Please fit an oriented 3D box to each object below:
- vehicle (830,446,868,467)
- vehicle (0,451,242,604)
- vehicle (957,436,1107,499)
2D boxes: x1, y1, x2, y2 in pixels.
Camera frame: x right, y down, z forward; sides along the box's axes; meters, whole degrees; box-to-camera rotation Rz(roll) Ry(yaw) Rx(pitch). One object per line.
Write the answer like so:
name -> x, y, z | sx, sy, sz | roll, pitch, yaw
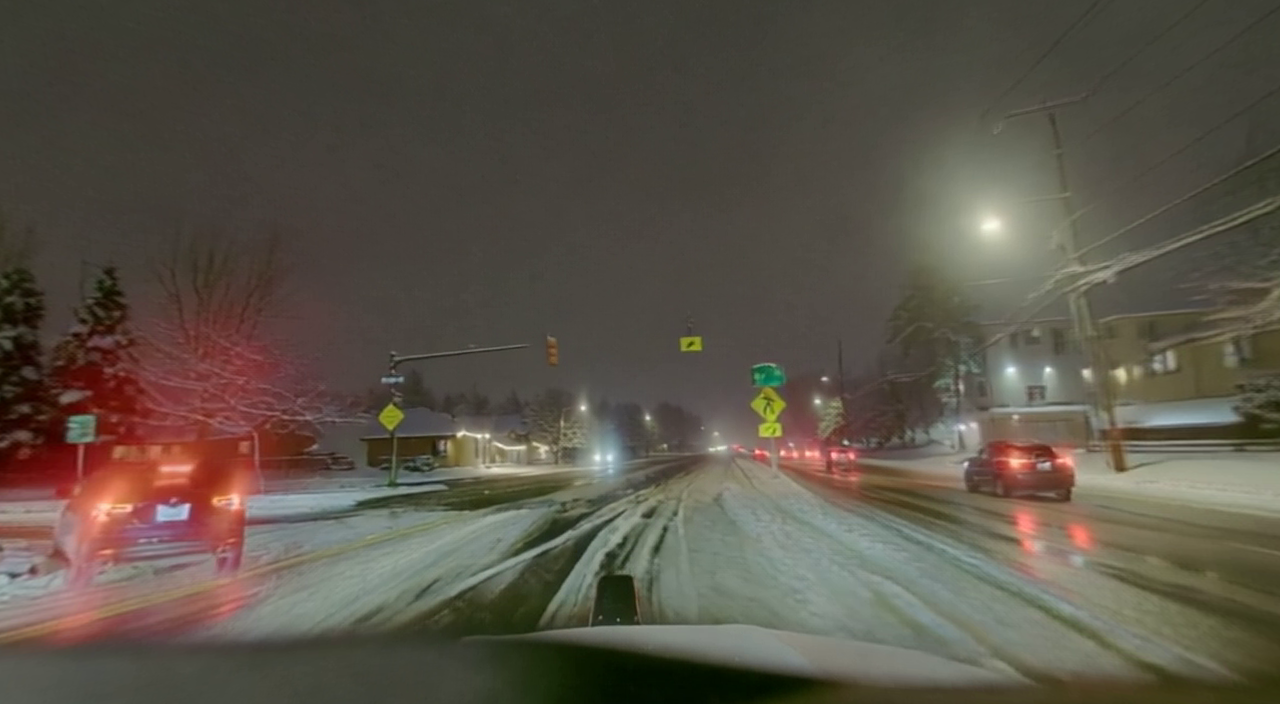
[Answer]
vehicle -> 16.040, 8.041, 48.316 | 1.931, 1.475, 4.092 | -2, -9, 7
vehicle -> -6.832, 2.156, 8.589 | 2.014, 1.525, 3.670 | 6, -11, -35
vehicle -> 11.217, 3.324, 18.369 | 2.007, 1.586, 4.210 | -2, -9, 7
